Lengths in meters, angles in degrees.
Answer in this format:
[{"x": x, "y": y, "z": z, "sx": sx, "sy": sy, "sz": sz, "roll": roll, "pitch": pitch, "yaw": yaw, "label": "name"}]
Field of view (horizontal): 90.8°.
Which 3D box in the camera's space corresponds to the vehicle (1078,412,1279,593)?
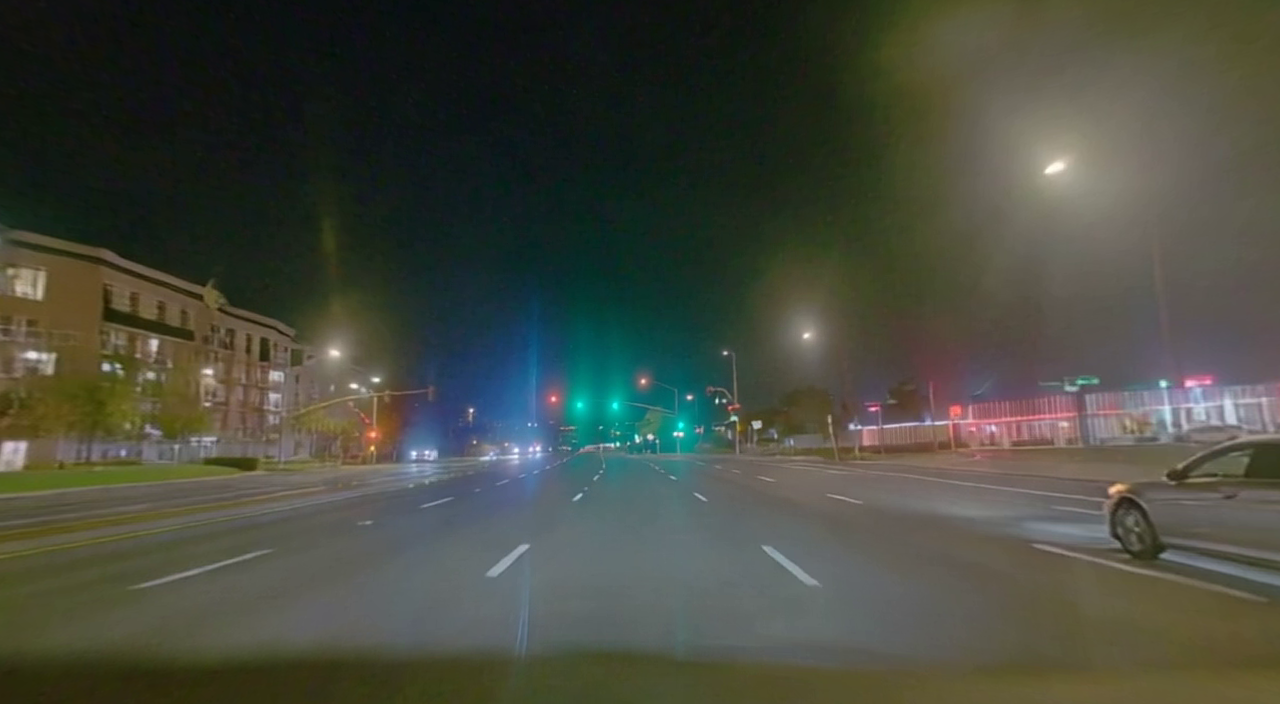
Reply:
[{"x": 6.351, "y": 1.253, "z": 5.284, "sx": 2.070, "sy": 1.491, "sz": 4.575, "roll": 0, "pitch": -8, "yaw": 0, "label": "vehicle"}]
